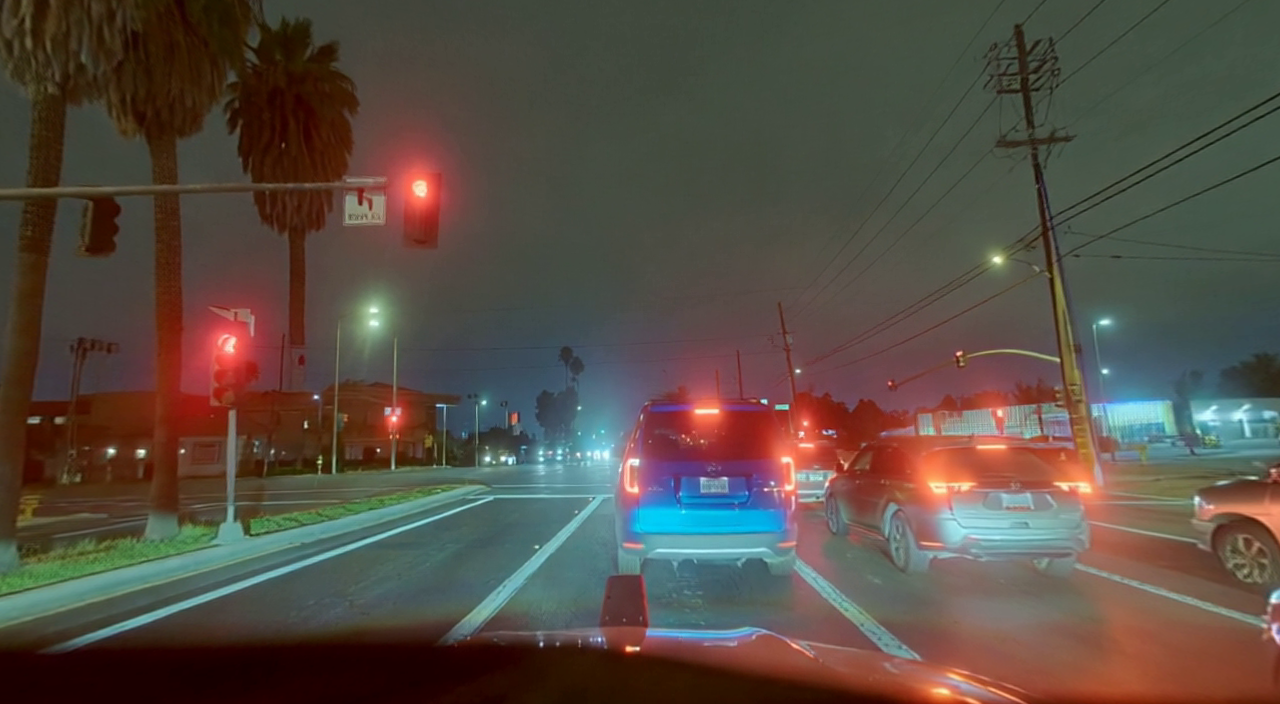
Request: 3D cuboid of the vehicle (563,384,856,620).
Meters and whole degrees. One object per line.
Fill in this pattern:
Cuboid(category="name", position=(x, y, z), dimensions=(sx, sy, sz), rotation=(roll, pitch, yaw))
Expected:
Cuboid(category="vehicle", position=(0.459, 1.455, 7.014), dimensions=(2.228, 1.780, 4.269), rotation=(0, -9, -2))

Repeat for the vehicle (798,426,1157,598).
Cuboid(category="vehicle", position=(3.453, 1.703, 7.620), dimensions=(1.895, 1.456, 4.255), rotation=(0, -9, -1))

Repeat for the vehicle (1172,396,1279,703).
Cuboid(category="vehicle", position=(3.361, 0.652, 0.677), dimensions=(1.805, 1.485, 4.348), rotation=(0, -9, 1))
